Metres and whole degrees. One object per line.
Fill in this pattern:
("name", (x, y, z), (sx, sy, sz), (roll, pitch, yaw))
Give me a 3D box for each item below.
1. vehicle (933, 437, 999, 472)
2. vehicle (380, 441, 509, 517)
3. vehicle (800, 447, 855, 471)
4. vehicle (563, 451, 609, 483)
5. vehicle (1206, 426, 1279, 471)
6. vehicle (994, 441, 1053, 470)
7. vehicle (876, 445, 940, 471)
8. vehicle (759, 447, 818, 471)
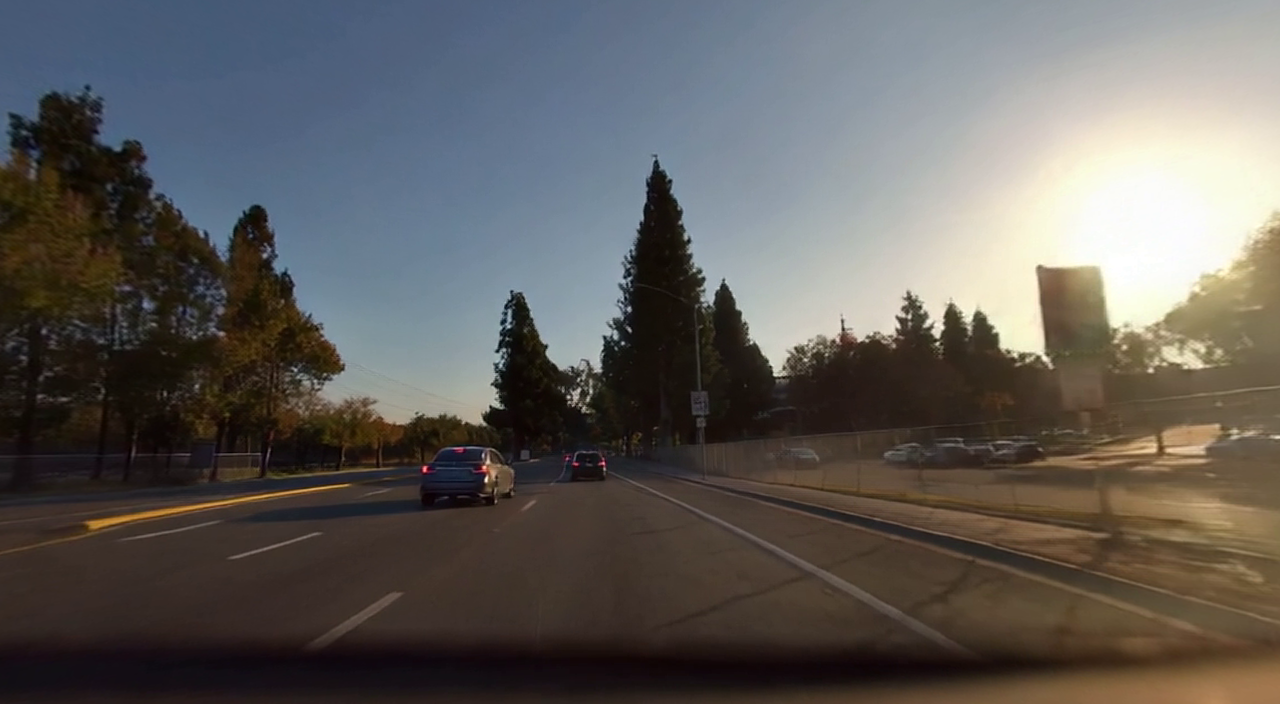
("vehicle", (18.546, 5.782, 35.875), (2.062, 1.703, 4.661), (-12, -14, 40))
("vehicle", (-4.888, 3.230, 16.597), (2.105, 1.676, 4.541), (0, -9, -2))
("vehicle", (12.036, 6.828, 40.415), (2.131, 1.437, 4.325), (-6, -11, 33))
("vehicle", (-2.727, 5.793, 32.035), (2.147, 1.474, 4.083), (0, -9, -5))
("vehicle", (27.114, 4.298, 28.252), (1.942, 1.726, 5.194), (-11, -13, 35))
("vehicle", (20.625, 5.539, 33.917), (1.934, 1.423, 4.008), (-8, -12, 40))
("vehicle", (15.919, 6.236, 37.411), (2.048, 1.392, 4.562), (-8, -12, 41))
("vehicle", (10.137, 7.222, 42.885), (2.041, 1.459, 4.830), (-7, -11, 37))
